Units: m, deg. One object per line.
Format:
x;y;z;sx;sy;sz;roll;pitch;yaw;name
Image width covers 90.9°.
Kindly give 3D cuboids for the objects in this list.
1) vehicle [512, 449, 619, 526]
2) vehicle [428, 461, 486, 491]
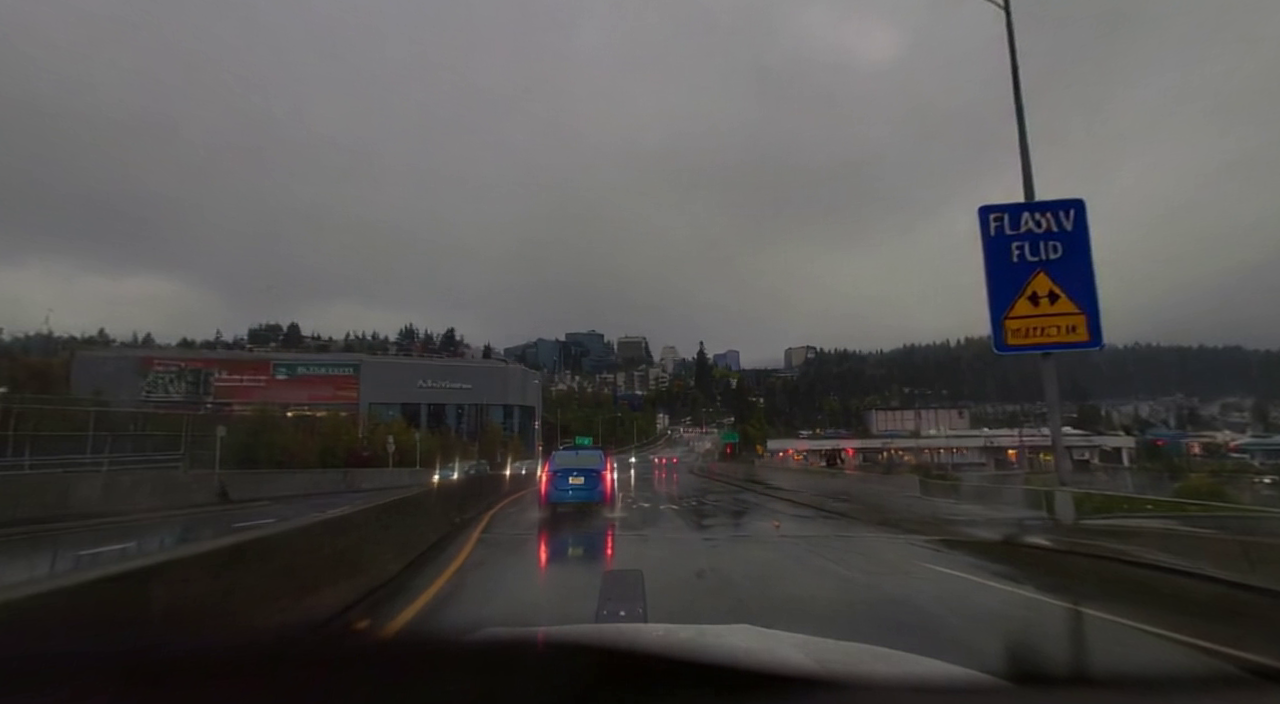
-1.660;2.942;14.259;2.063;1.442;3.933;1;-9;-7;vehicle
-10.105;6.872;35.073;1.854;1.472;3.728;-1;-9;4;vehicle
